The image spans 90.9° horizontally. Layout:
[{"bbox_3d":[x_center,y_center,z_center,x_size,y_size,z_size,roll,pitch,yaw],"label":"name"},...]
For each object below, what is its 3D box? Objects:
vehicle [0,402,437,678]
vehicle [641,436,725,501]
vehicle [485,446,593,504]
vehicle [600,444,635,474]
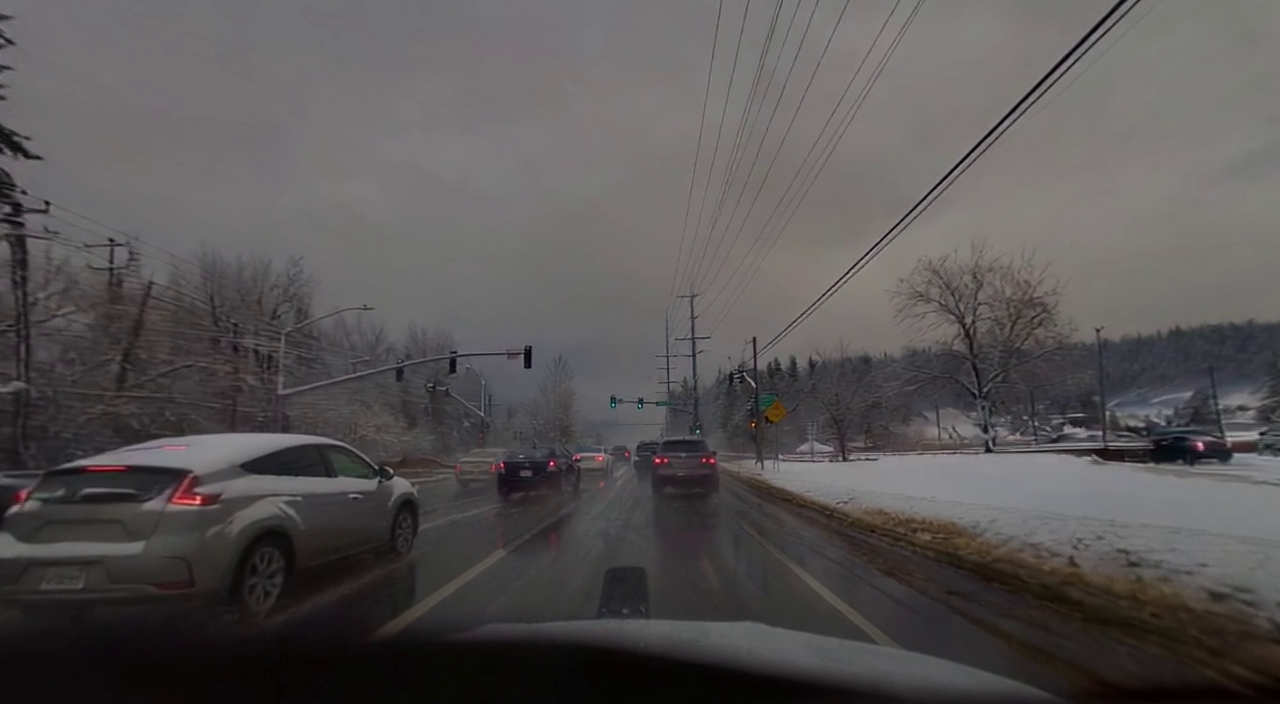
[{"bbox_3d":[-3.765,1.450,6.046,2.018,1.621,4.441,0,-9,2],"label":"vehicle"},{"bbox_3d":[1.209,3.360,18.569,2.205,1.691,3.937,-1,-9,2],"label":"vehicle"},{"bbox_3d":[-2.712,3.440,18.089,2.105,1.436,4.311,-1,-9,4],"label":"vehicle"},{"bbox_3d":[-1.367,6.662,39.556,1.788,1.773,3.731,-1,-9,5],"label":"vehicle"}]
